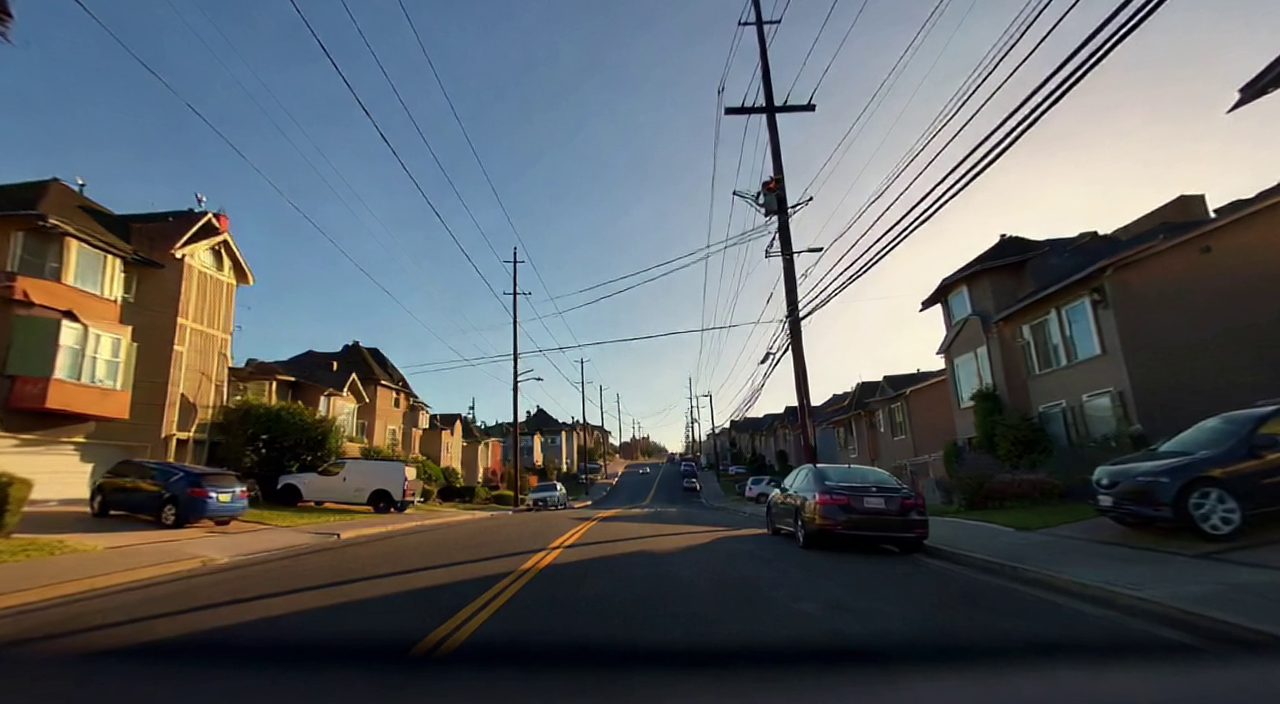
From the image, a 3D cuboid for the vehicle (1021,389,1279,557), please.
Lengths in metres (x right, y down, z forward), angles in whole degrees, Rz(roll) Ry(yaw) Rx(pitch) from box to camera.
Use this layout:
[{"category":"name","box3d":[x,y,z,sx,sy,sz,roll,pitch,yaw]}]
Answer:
[{"category":"vehicle","box3d":[8.513,1.570,8.724,4.964,1.878,1.979,-4,-13,-1]}]

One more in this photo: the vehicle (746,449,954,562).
[{"category":"vehicle","box3d":[3.203,2.510,10.727,1.945,1.500,4.363,0,-11,-1]}]

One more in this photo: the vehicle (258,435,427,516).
[{"category":"vehicle","box3d":[-12.041,5.134,25.931,5.503,2.906,2.584,-2,-15,2]}]

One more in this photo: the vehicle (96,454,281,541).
[{"category":"vehicle","box3d":[-11.395,3.507,15.838,4.526,1.806,2.043,-5,-10,31]}]

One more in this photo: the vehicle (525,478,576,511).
[{"category":"vehicle","box3d":[-5.331,8.595,38.147,2.156,1.764,4.410,-3,-12,4]}]
